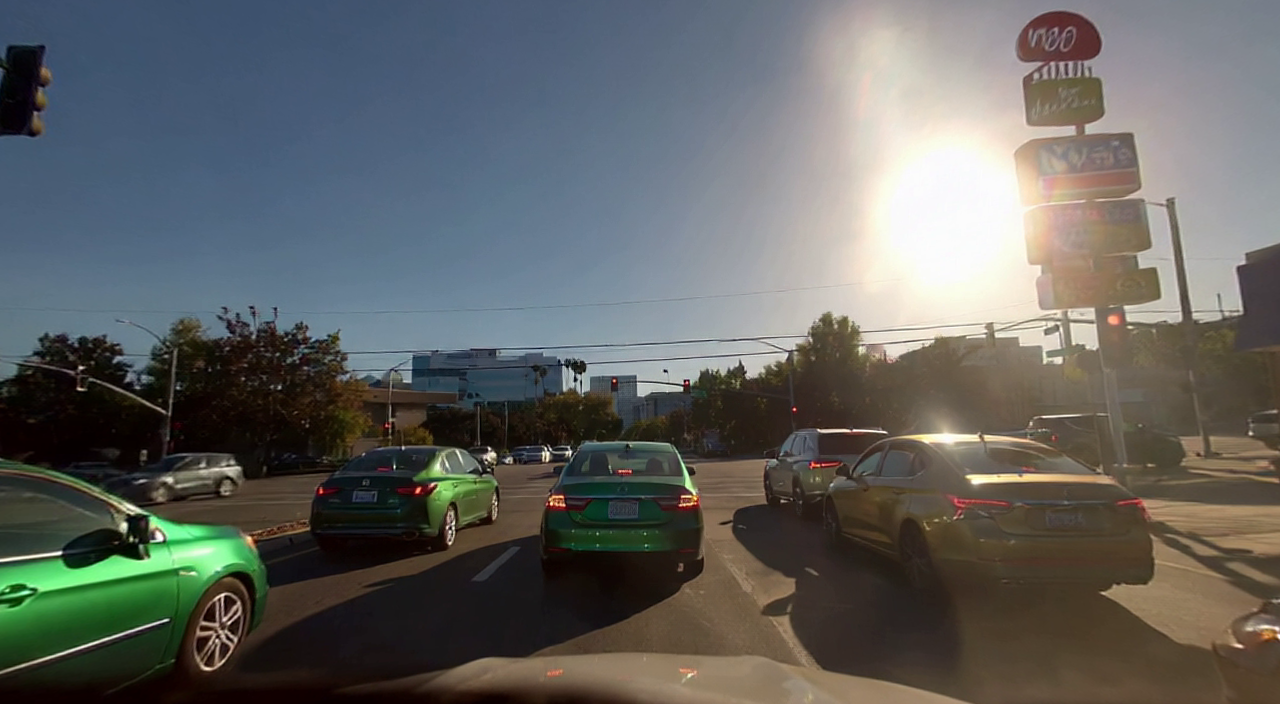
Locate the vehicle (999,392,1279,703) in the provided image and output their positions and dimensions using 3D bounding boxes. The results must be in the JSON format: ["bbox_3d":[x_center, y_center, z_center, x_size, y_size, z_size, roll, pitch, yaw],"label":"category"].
[{"bbox_3d":[3.935,0.975,3.123,1.800,1.519,4.198,0,-8,0],"label":"vehicle"}]

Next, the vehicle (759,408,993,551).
[{"bbox_3d":[3.306,1.879,9.914,1.992,1.744,4.183,0,-8,-1],"label":"vehicle"}]

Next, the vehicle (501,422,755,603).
[{"bbox_3d":[-0.122,1.664,7.459,2.140,1.499,4.119,0,-8,-1],"label":"vehicle"}]

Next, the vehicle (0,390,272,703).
[{"bbox_3d":[-3.477,0.851,1.870,2.016,1.547,4.414,0,-8,1],"label":"vehicle"}]

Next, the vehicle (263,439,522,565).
[{"bbox_3d":[-3.299,2.076,9.561,1.995,1.436,4.373,-1,-8,3],"label":"vehicle"}]
